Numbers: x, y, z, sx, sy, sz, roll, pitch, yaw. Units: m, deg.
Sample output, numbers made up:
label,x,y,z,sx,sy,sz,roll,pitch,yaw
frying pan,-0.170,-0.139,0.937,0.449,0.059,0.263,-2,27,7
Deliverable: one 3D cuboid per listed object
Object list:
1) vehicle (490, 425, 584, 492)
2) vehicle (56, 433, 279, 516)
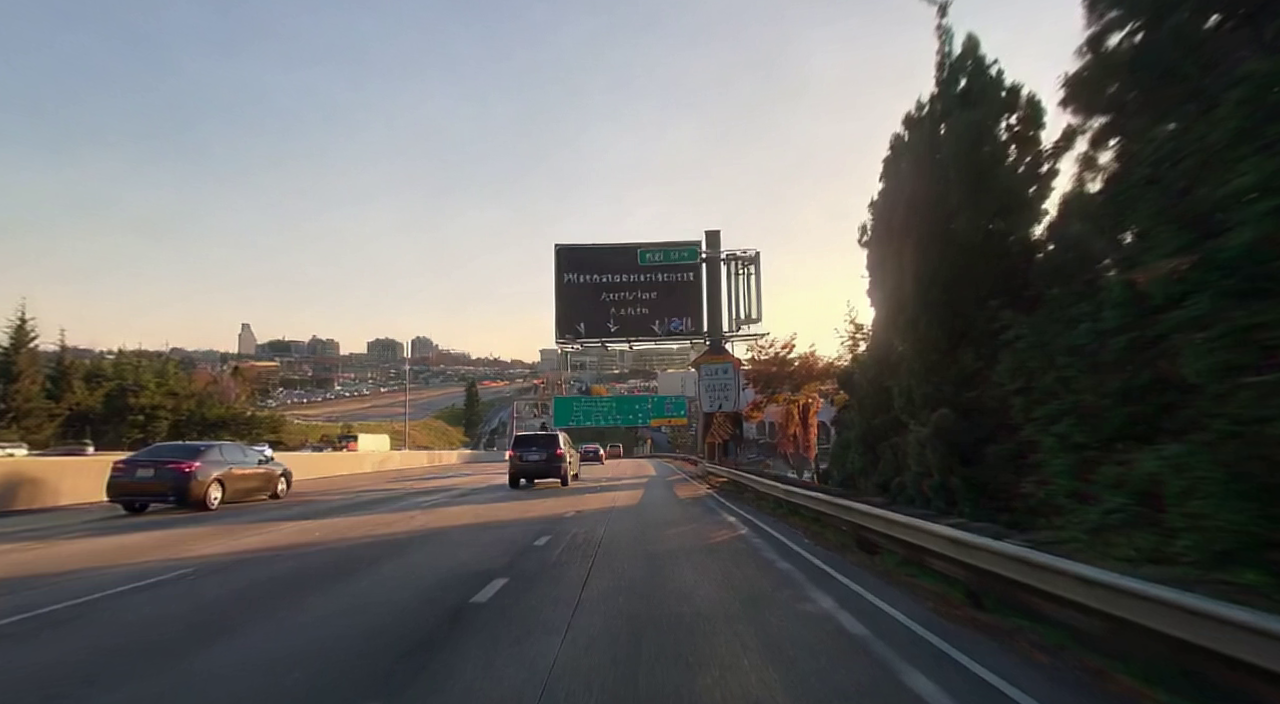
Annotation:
label,x,y,z,sx,sy,sz,roll,pitch,yaw
vehicle,-3.354,3.596,21.715,2.301,1.985,5.247,0,-8,1
vehicle,-10.860,2.805,15.033,1.919,1.665,4.394,0,-8,0
